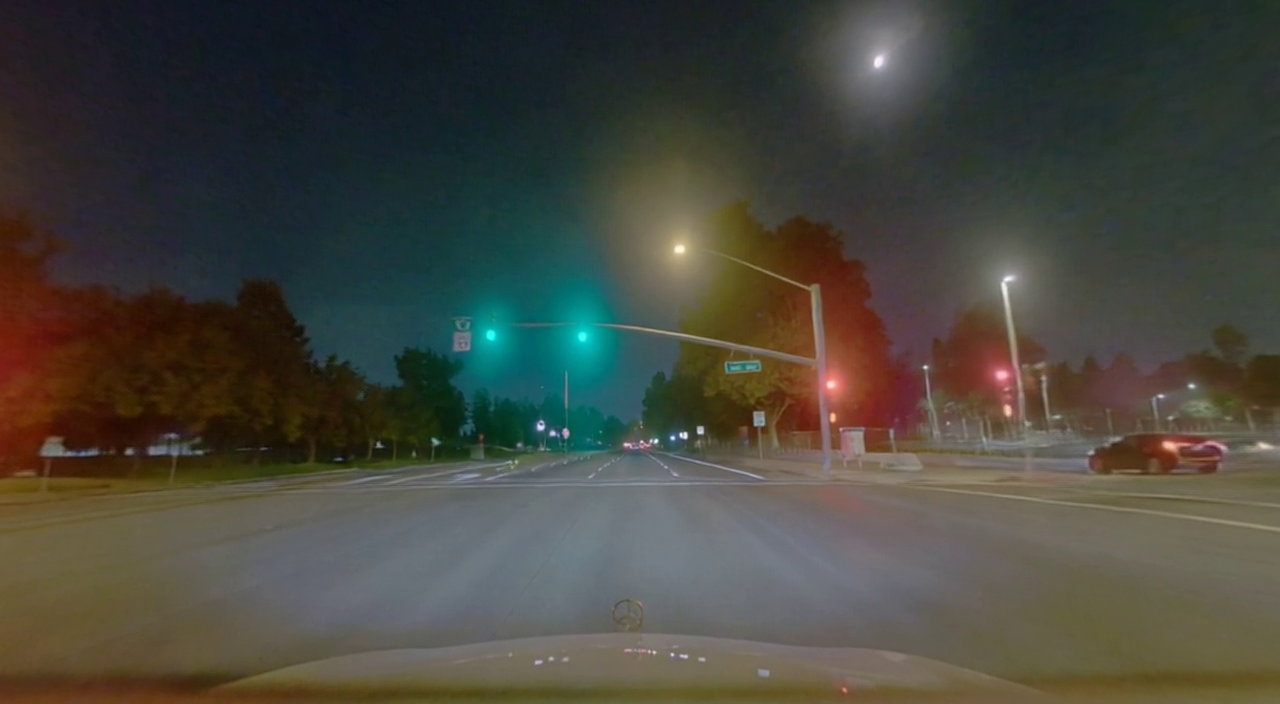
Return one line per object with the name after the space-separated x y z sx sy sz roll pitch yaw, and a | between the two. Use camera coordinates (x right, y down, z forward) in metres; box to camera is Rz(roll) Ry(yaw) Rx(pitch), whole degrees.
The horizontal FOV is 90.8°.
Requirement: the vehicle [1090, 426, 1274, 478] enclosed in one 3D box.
23.657 4.438 28.154 2.802 1.992 6.440 -2 -9 5 | vehicle

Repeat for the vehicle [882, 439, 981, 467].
16.077 5.587 34.996 4.483 1.452 1.924 0 -8 -1 | vehicle
